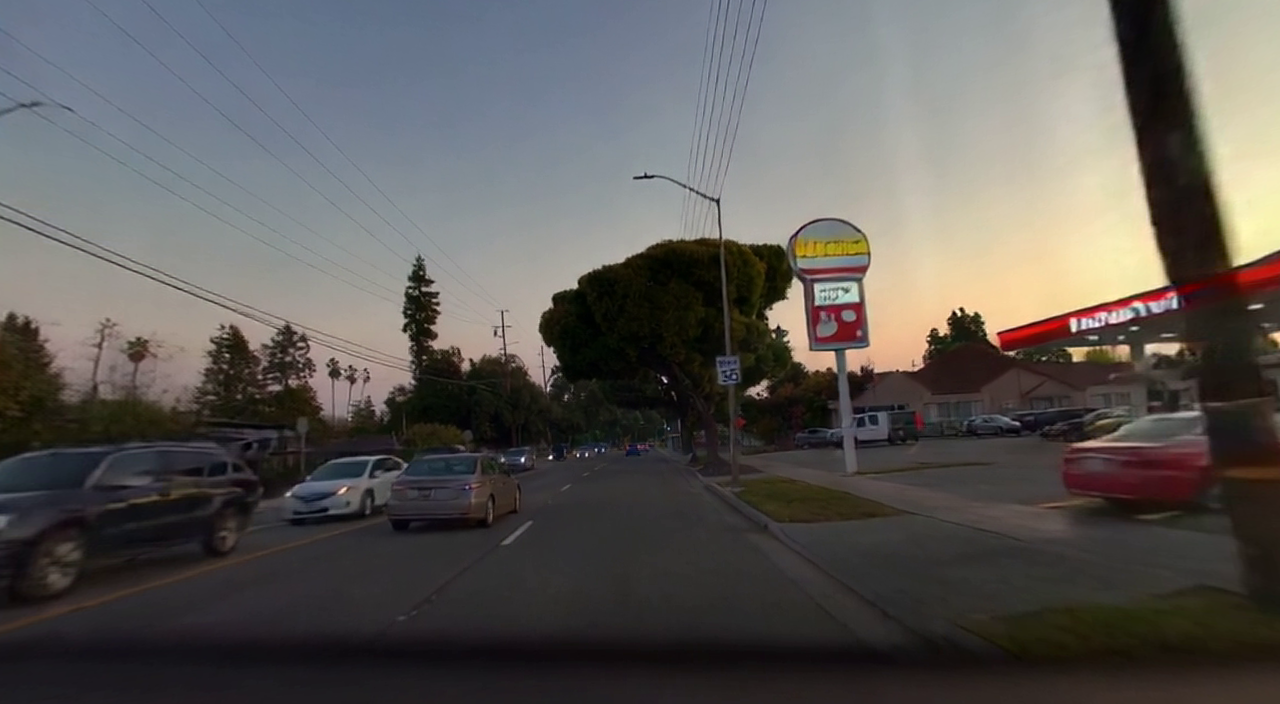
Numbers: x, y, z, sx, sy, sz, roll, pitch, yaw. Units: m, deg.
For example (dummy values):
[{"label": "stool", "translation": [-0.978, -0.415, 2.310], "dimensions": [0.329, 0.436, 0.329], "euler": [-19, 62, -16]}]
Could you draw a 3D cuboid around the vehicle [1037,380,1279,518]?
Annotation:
[{"label": "vehicle", "translation": [8.170, 1.350, 9.013], "dimensions": [4.713, 1.518, 2.035], "euler": [4, -9, -27]}]

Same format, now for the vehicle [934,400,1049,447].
[{"label": "vehicle", "translation": [19.778, 4.119, 35.892], "dimensions": [4.982, 2.516, 2.697], "euler": [-2, -8, 11]}]

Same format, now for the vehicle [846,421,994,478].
[{"label": "vehicle", "translation": [7.934, 2.730, 17.853], "dimensions": [4.000, 1.440, 1.746], "euler": [5, -9, -30]}]

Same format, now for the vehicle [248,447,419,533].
[{"label": "vehicle", "translation": [-6.719, 3.007, 14.514], "dimensions": [1.863, 1.506, 4.597], "euler": [-3, -8, -3]}]

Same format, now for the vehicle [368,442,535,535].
[{"label": "vehicle", "translation": [-3.417, 2.529, 12.478], "dimensions": [1.943, 1.455, 4.414], "euler": [0, -8, 0]}]

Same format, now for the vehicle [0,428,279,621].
[{"label": "vehicle", "translation": [-6.772, 1.833, 7.650], "dimensions": [1.877, 1.742, 4.919], "euler": [0, -8, 0]}]
